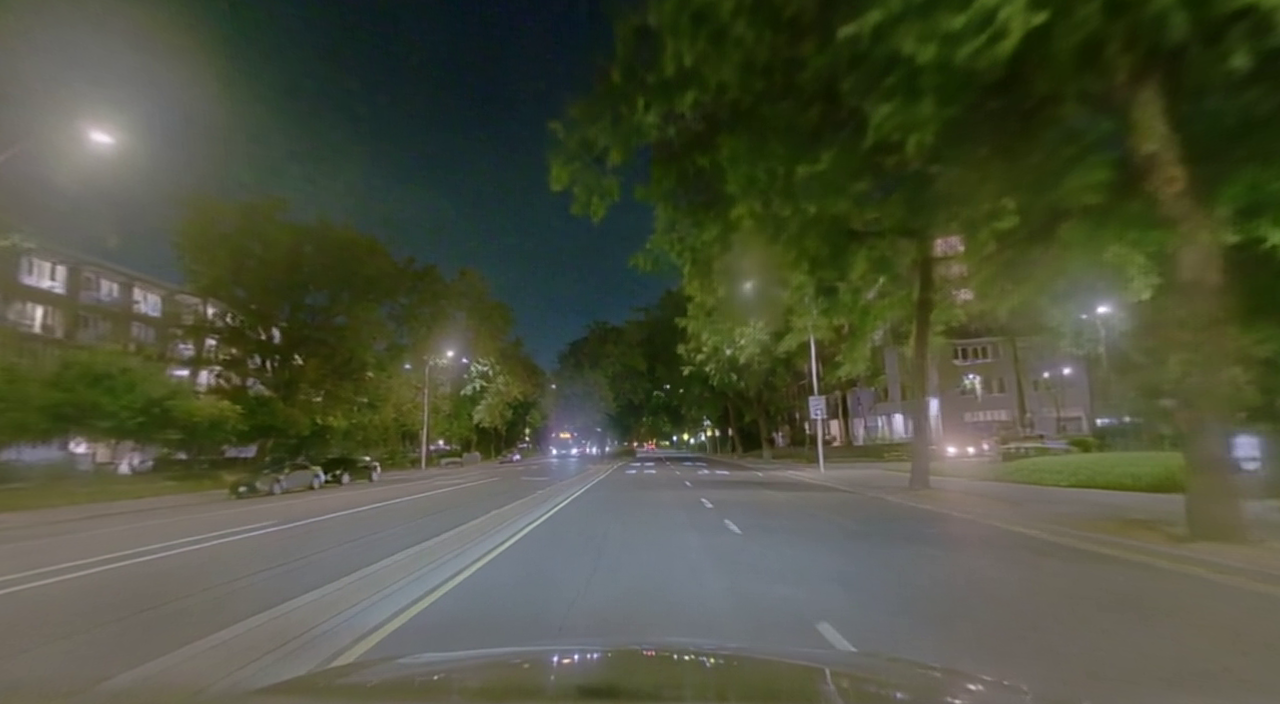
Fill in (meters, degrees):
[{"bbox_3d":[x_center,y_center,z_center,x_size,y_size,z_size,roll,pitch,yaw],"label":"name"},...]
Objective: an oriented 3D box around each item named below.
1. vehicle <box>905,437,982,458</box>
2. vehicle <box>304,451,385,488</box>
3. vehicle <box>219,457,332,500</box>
[{"bbox_3d":[21.419,6.764,44.577,4.404,1.440,1.900,0,-8,0],"label":"vehicle"},{"bbox_3d":[-13.961,5.564,30.070,1.816,1.567,3.957,-1,-8,2],"label":"vehicle"},{"bbox_3d":[-14.036,4.868,24.587,1.835,1.434,4.325,0,-8,0],"label":"vehicle"}]
